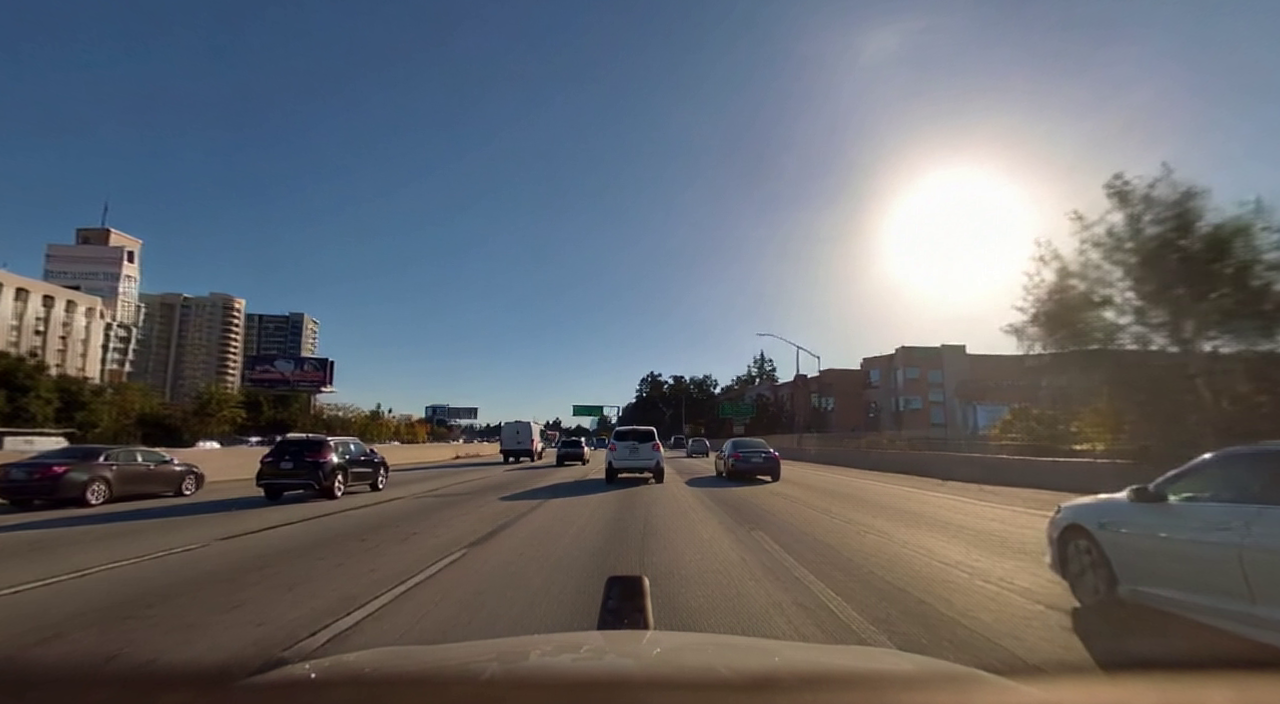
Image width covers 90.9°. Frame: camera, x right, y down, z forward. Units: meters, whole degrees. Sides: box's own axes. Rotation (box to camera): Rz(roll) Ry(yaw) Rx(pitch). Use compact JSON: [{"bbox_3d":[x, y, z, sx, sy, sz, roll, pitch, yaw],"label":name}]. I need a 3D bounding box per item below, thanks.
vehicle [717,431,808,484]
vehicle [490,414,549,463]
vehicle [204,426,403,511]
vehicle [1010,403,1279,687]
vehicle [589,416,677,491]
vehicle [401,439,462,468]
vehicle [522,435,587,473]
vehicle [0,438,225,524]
[{"bbox_3d":[3.763,3.316,20.234,1.942,1.487,4.518,0,-8,-1],"label":"vehicle"},{"bbox_3d":[-7.509,5.514,40.119,2.358,2.817,7.055,0,-8,0],"label":"vehicle"},{"bbox_3d":[-7.337,2.562,14.432,2.021,1.632,4.417,0,-8,1],"label":"vehicle"},{"bbox_3d":[4.328,1.020,3.337,1.915,1.482,4.537,0,-8,-1],"label":"vehicle"},{"bbox_3d":[-0.167,2.868,18.172,2.209,1.863,4.626,0,-8,0],"label":"vehicle"},{"bbox_3d":[-11.286,5.515,34.436,1.923,1.480,3.905,0,-8,1],"label":"vehicle"},{"bbox_3d":[-3.610,4.412,27.536,2.079,1.499,4.512,0,-8,2],"label":"vehicle"},{"bbox_3d":[-11.113,2.506,12.996,1.970,1.441,4.555,0,-8,1],"label":"vehicle"}]
